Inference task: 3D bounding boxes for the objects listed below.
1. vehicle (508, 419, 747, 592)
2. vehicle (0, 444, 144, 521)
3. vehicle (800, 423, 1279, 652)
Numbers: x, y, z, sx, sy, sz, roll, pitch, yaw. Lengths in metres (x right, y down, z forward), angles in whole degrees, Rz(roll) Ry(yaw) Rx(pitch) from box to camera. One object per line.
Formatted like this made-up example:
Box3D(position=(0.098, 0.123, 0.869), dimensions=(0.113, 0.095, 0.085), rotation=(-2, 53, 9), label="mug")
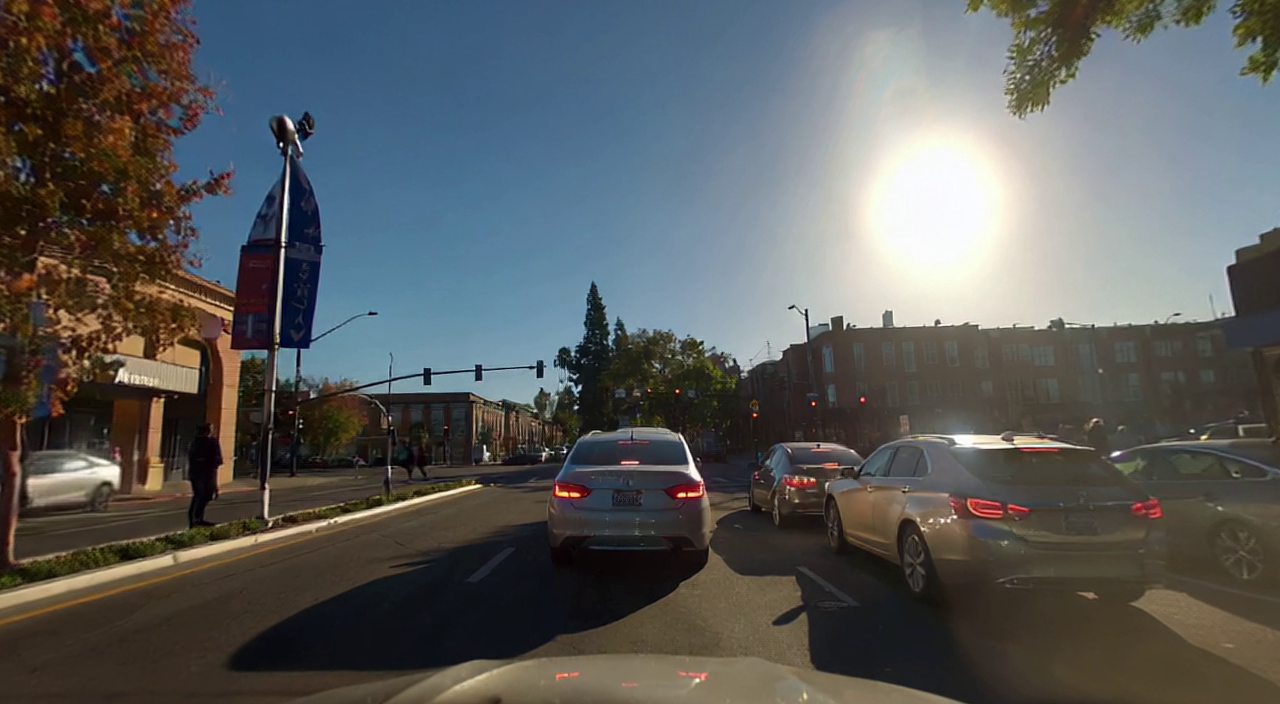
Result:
Box3D(position=(-0.139, 1.669, 7.688), dimensions=(2.118, 1.512, 4.013), rotation=(0, -9, -1), label="vehicle")
Box3D(position=(-14.676, 3.089, 15.483), dimensions=(1.933, 1.614, 4.042), rotation=(0, -9, -4), label="vehicle")
Box3D(position=(3.209, 1.543, 6.423), dimensions=(1.912, 1.454, 4.537), rotation=(0, -9, -1), label="vehicle")
